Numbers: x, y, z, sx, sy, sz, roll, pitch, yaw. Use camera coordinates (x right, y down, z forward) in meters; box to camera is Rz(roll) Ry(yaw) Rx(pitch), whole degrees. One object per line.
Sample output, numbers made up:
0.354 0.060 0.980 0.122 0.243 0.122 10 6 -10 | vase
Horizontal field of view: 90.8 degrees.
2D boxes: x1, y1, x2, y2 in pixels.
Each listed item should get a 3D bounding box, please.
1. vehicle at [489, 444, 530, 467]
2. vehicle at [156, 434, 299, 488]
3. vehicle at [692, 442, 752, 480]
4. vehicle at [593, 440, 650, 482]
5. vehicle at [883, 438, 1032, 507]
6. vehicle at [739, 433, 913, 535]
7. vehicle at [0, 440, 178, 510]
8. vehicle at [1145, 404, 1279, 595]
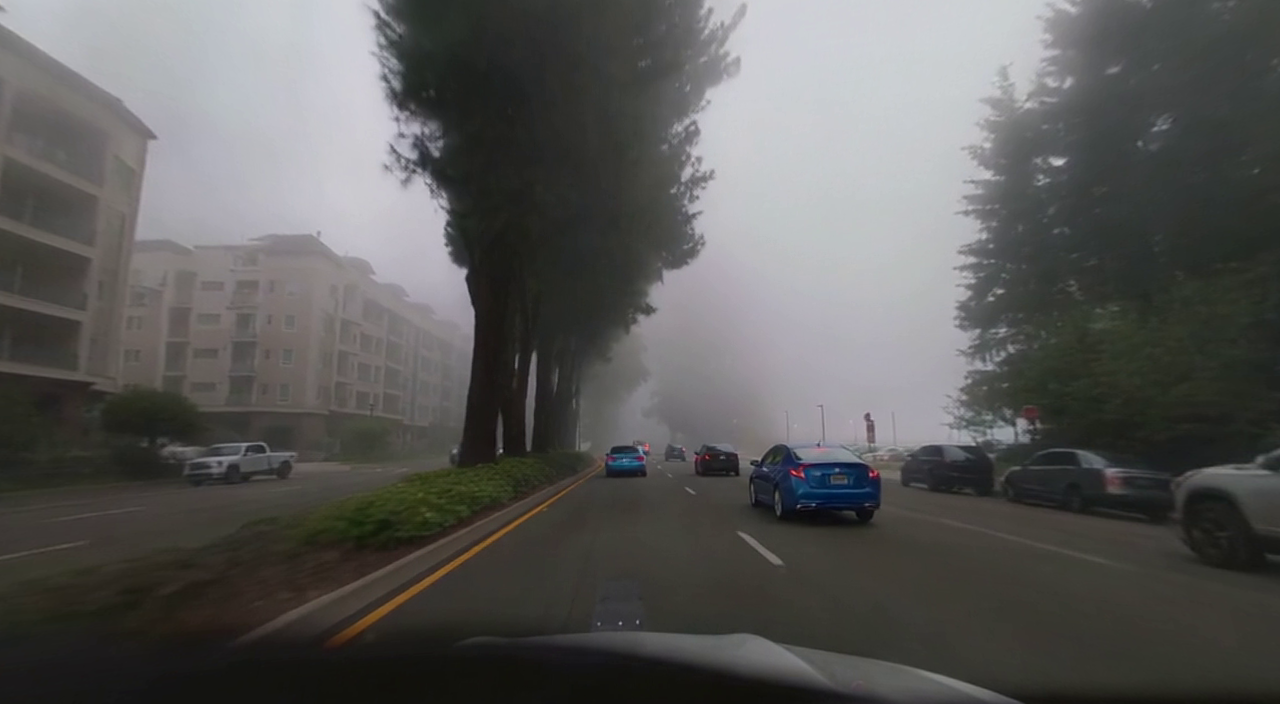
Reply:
-9.040 7.199 43.978 1.943 1.483 4.439 0 -9 -1 | vehicle
-15.968 4.236 24.927 2.108 1.876 5.260 0 -9 0 | vehicle
3.352 4.530 26.615 1.908 1.453 4.230 0 -9 -1 | vehicle
-0.659 4.154 24.345 1.994 1.479 3.647 0 -9 0 | vehicle
8.247 3.147 17.013 2.127 1.546 4.828 -1 -9 9 | vehicle
3.080 2.262 11.376 1.852 1.498 3.825 0 -9 -2 | vehicle
-16.152 3.318 17.635 2.115 1.621 5.840 0 -9 0 | vehicle
7.134 1.201 4.728 2.224 1.772 5.325 0 -9 -1 | vehicle
